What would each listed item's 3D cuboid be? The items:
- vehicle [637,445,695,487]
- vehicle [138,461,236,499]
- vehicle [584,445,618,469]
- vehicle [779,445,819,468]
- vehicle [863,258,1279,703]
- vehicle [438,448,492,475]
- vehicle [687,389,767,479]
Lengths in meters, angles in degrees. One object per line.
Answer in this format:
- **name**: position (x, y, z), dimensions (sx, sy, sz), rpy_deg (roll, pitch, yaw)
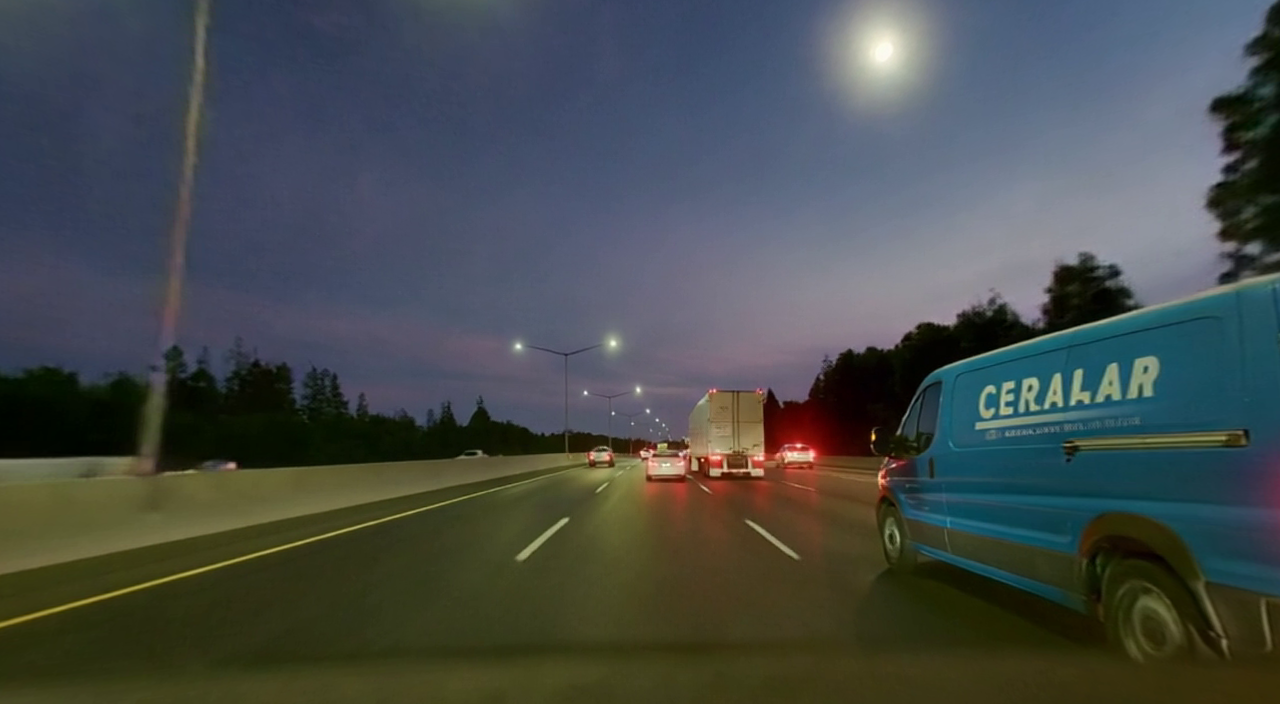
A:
- **vehicle**: position (0.928, 4.416, 24.752), dimensions (2.063, 1.469, 4.208), rpy_deg (0, -9, 0)
- **vehicle**: position (-23.389, 6.581, 32.824), dimensions (1.872, 1.709, 4.341), rpy_deg (0, -9, -1)
- **vehicle**: position (-2.797, 7.664, 46.196), dimensions (2.182, 1.601, 4.364), rpy_deg (0, -9, 1)
- **vehicle**: position (11.269, 7.444, 44.907), dimensions (1.870, 1.525, 3.680), rpy_deg (0, -9, 0)
- **vehicle**: position (3.669, 0.903, 3.975), dimensions (2.441, 2.017, 5.739), rpy_deg (0, -9, 1)
- **vehicle**: position (-11.731, 7.335, 42.642), dimensions (2.115, 1.685, 4.831), rpy_deg (0, -9, 1)
- **vehicle**: position (4.423, 4.680, 35.047), dimensions (2.821, 4.077, 12.562), rpy_deg (0, -9, 1)
